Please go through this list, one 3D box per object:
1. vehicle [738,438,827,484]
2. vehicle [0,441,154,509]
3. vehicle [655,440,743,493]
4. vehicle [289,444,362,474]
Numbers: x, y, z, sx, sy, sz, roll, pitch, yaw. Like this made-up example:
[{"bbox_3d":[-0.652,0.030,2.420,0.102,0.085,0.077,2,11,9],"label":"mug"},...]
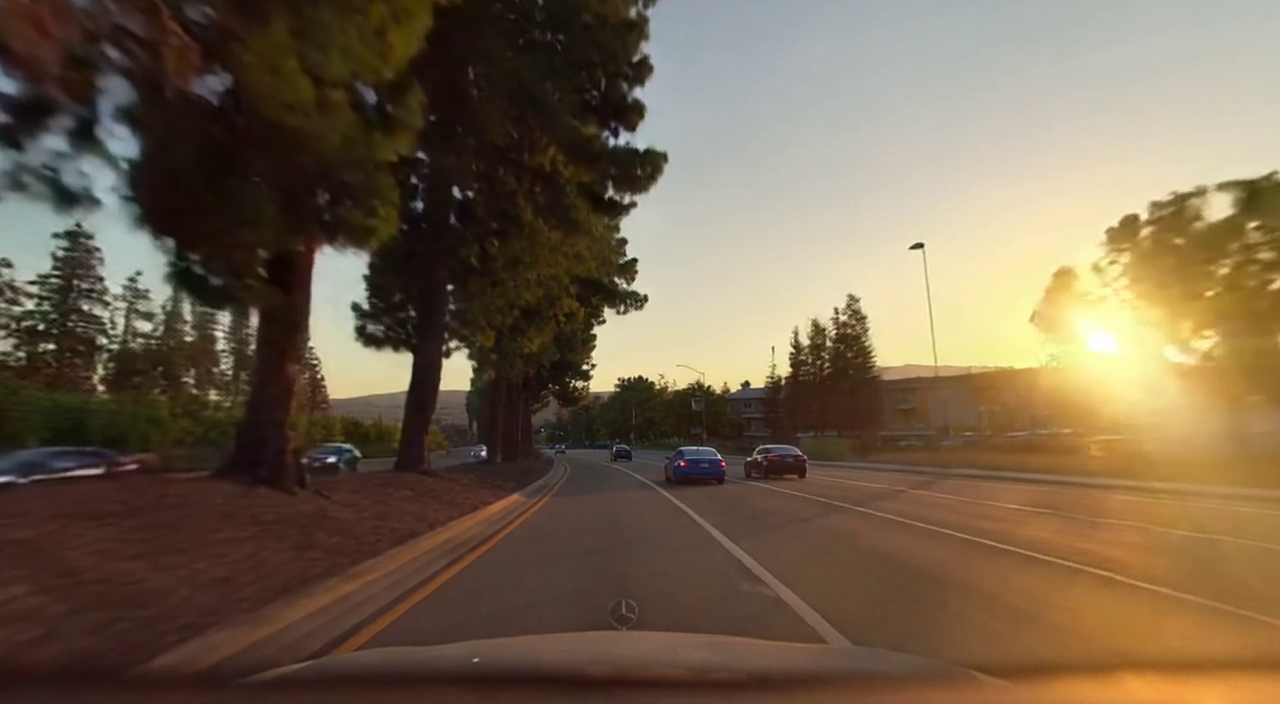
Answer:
[{"bbox_3d":[5.037,3.921,22.958,1.901,1.474,4.363,0,-8,-5],"label":"vehicle"},{"bbox_3d":[-15.107,3.019,16.018,1.926,1.483,4.651,0,-8,-3],"label":"vehicle"},{"bbox_3d":[1.726,3.572,20.082,2.077,1.464,4.134,0,-8,-5],"label":"vehicle"},{"bbox_3d":[-16.608,5.643,33.513,1.891,1.475,4.659,0,-8,-5],"label":"vehicle"}]
